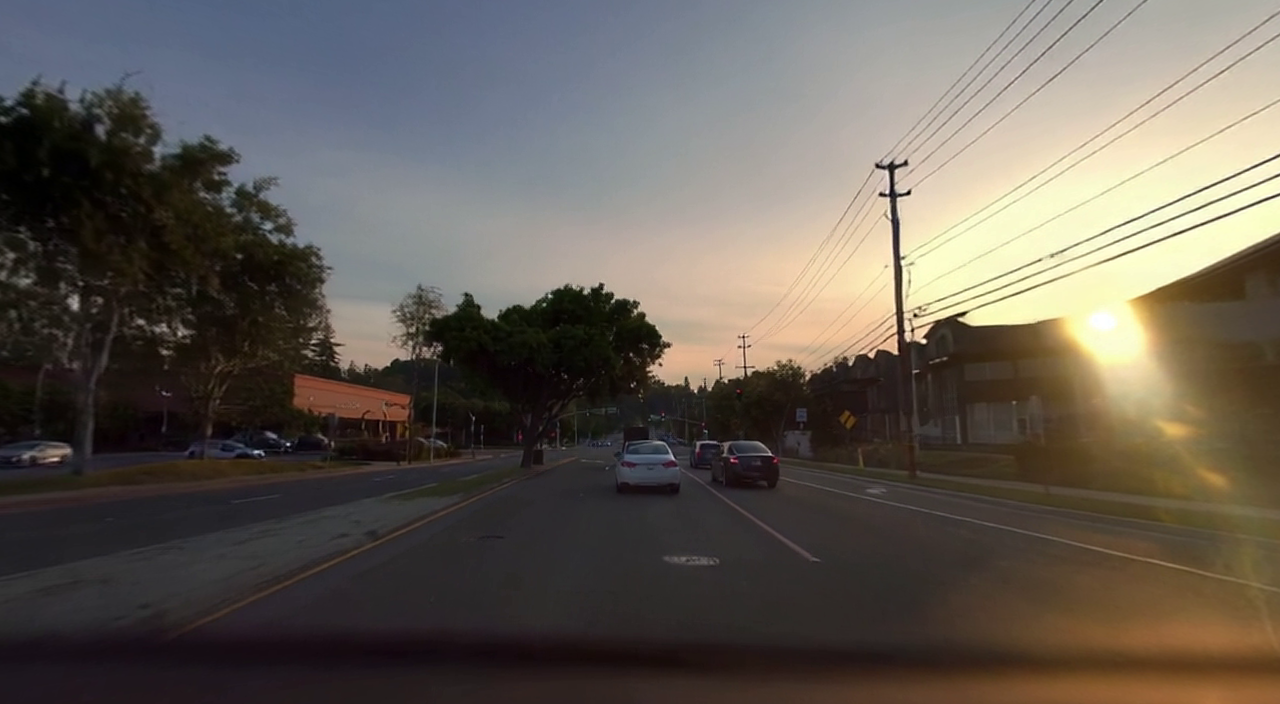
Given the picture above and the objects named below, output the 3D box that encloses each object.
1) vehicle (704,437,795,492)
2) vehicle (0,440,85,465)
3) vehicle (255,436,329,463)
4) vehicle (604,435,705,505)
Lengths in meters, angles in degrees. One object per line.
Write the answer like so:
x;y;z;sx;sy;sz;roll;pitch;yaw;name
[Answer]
3.172;3.346;19.158;1.985;1.489;4.036;0;-8;-1;vehicle
-38.699;6.383;40.117;1.804;1.478;4.485;-4;-8;26;vehicle
-26.038;7.295;47.223;4.687;1.894;2.149;4;-9;-28;vehicle
0.231;2.800;15.433;2.144;1.473;4.028;0;-8;-2;vehicle
